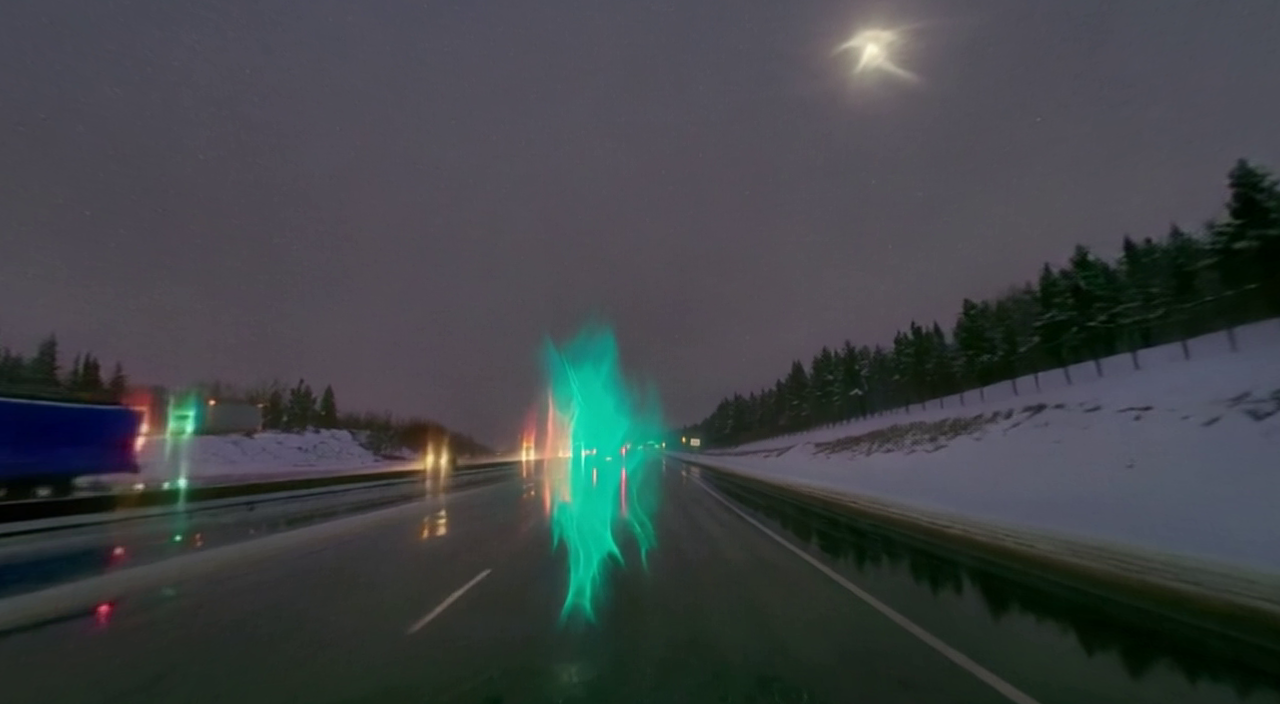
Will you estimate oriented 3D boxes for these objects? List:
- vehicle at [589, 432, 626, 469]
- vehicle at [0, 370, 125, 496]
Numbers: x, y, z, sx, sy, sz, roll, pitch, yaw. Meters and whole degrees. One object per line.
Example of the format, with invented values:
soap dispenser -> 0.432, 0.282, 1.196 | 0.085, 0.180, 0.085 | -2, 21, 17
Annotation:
vehicle -> -2.308, 7.318, 46.814 | 2.437, 2.565, 5.829 | 0, -9, 0
vehicle -> -23.332, 2.451, 19.309 | 3.561, 4.188, 13.676 | -1, -9, 0
